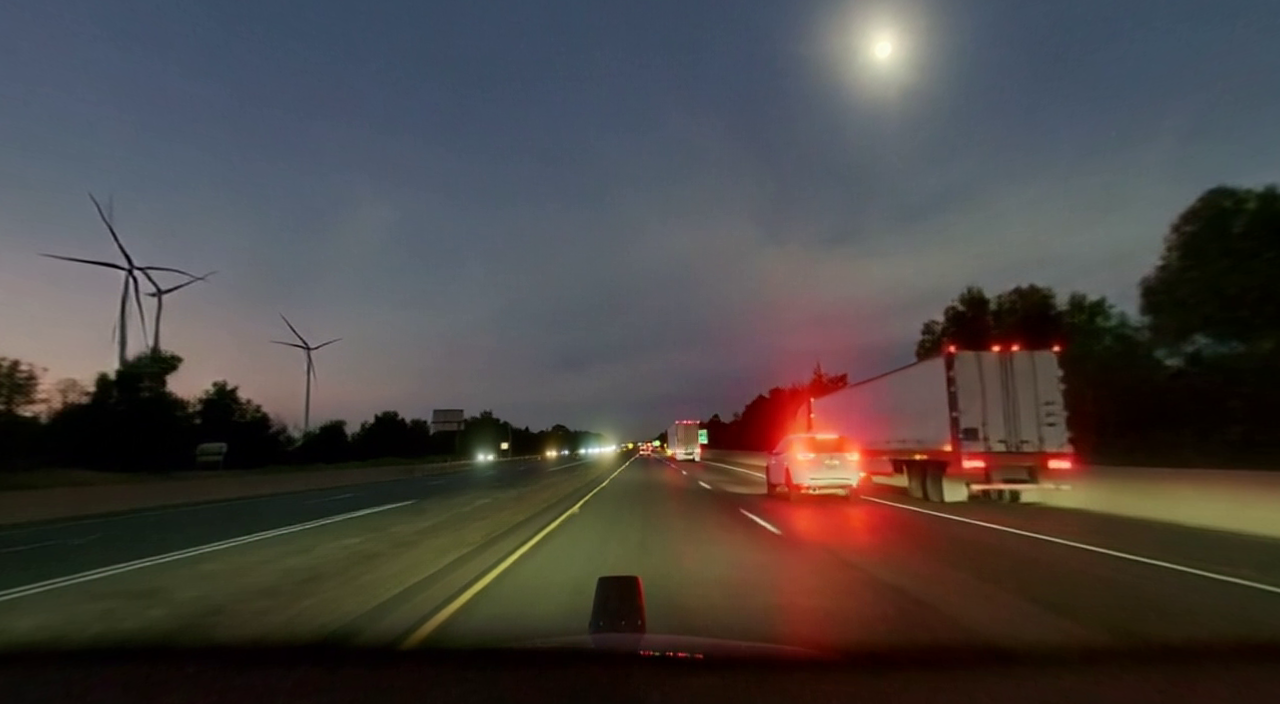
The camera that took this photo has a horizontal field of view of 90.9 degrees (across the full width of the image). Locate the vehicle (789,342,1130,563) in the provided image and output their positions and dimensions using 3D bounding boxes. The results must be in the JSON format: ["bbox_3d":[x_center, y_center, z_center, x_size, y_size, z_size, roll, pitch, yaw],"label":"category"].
[{"bbox_3d":[4.481,1.608,10.352,2.609,2.648,5.397,0,-9,-1],"label":"vehicle"}]
